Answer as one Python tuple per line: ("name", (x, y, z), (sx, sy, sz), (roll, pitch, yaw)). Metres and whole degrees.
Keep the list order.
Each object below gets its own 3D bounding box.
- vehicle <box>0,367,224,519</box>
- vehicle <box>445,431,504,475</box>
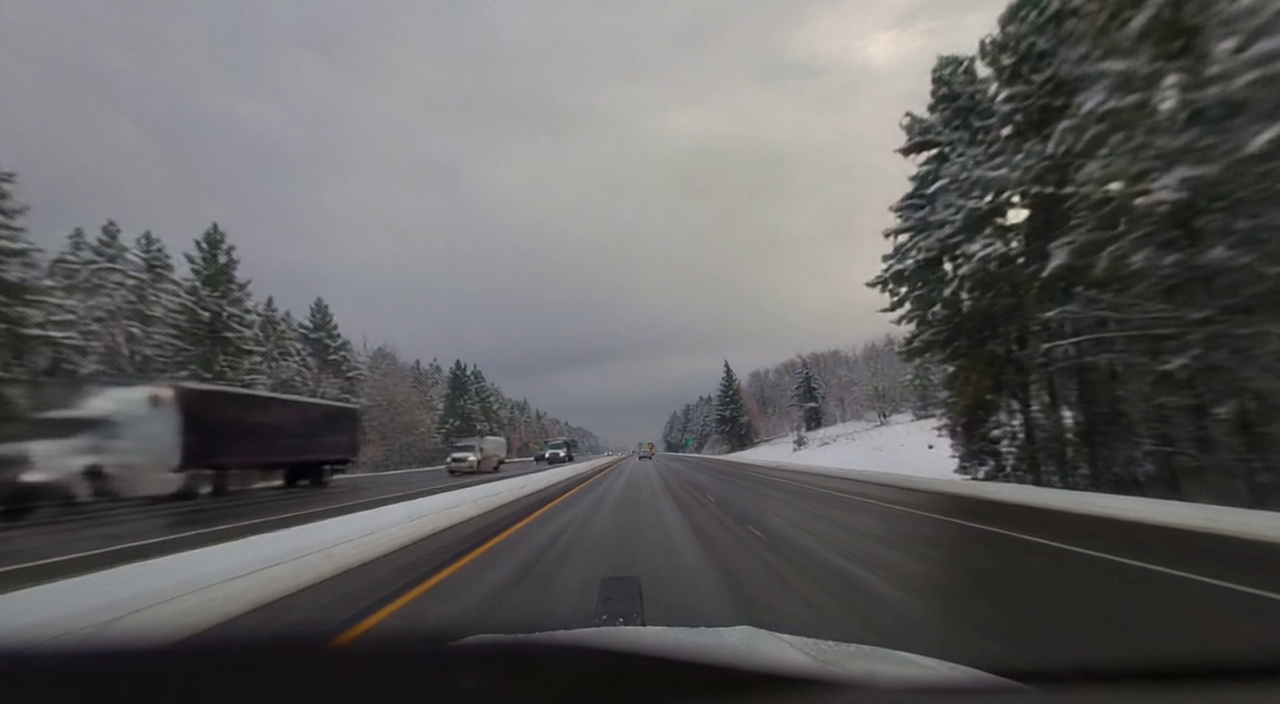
("vehicle", (-16.773, 2.873, 19.853), (2.761, 3.994, 6.240), (0, -9, 1))
("vehicle", (-12.309, 7.567, 47.459), (2.459, 3.018, 6.687), (0, -9, 1))
